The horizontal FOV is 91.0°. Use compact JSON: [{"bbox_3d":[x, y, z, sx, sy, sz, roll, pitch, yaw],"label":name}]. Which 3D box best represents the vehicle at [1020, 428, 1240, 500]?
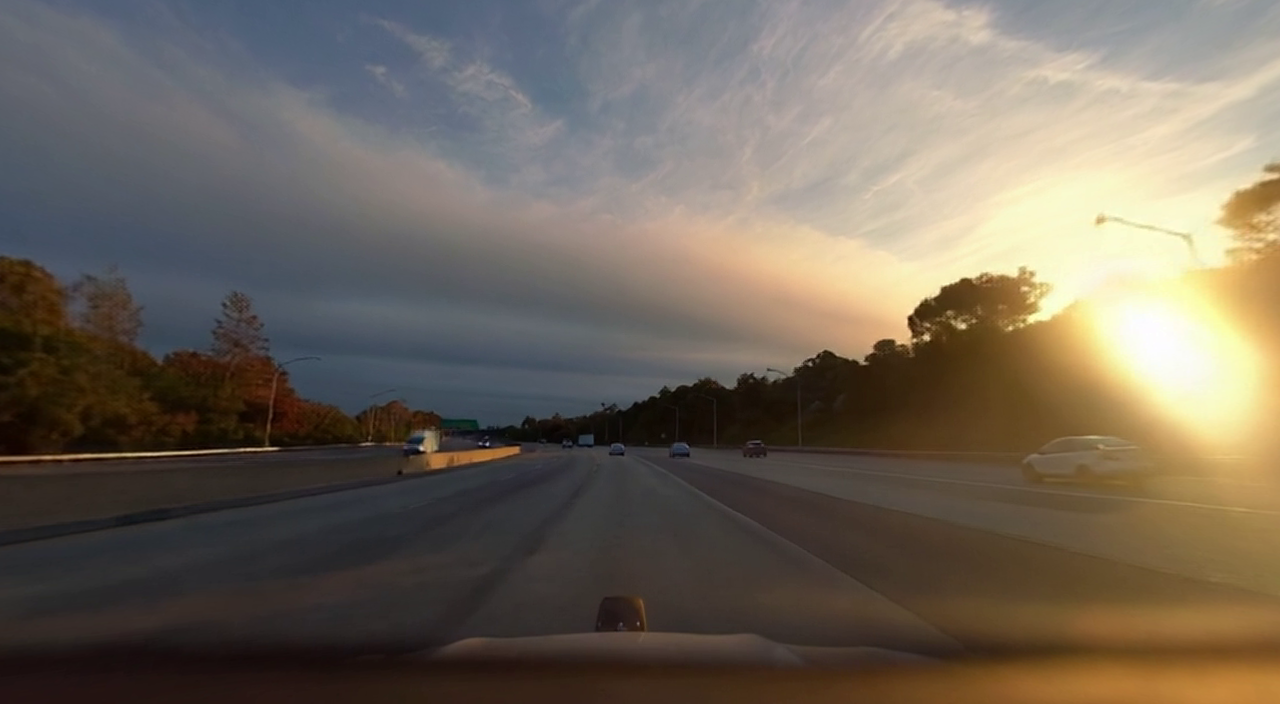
[{"bbox_3d":[14.048,3.250,18.673,2.107,1.803,5.385,0,-9,-1],"label":"vehicle"}]
